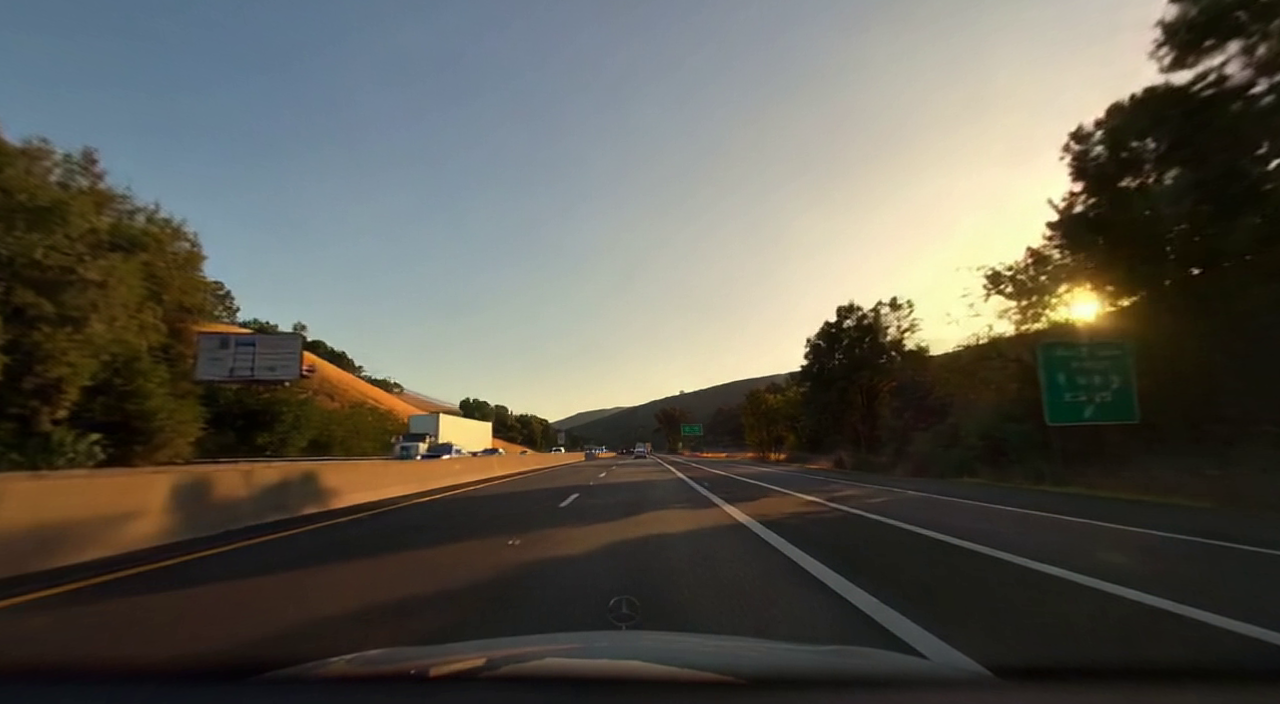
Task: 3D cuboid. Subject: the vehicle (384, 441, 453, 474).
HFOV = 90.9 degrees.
[{"bbox_3d":[-12.216,5.823,35.065,2.033,1.695,4.787,0,-9,1],"label":"vehicle"}]
